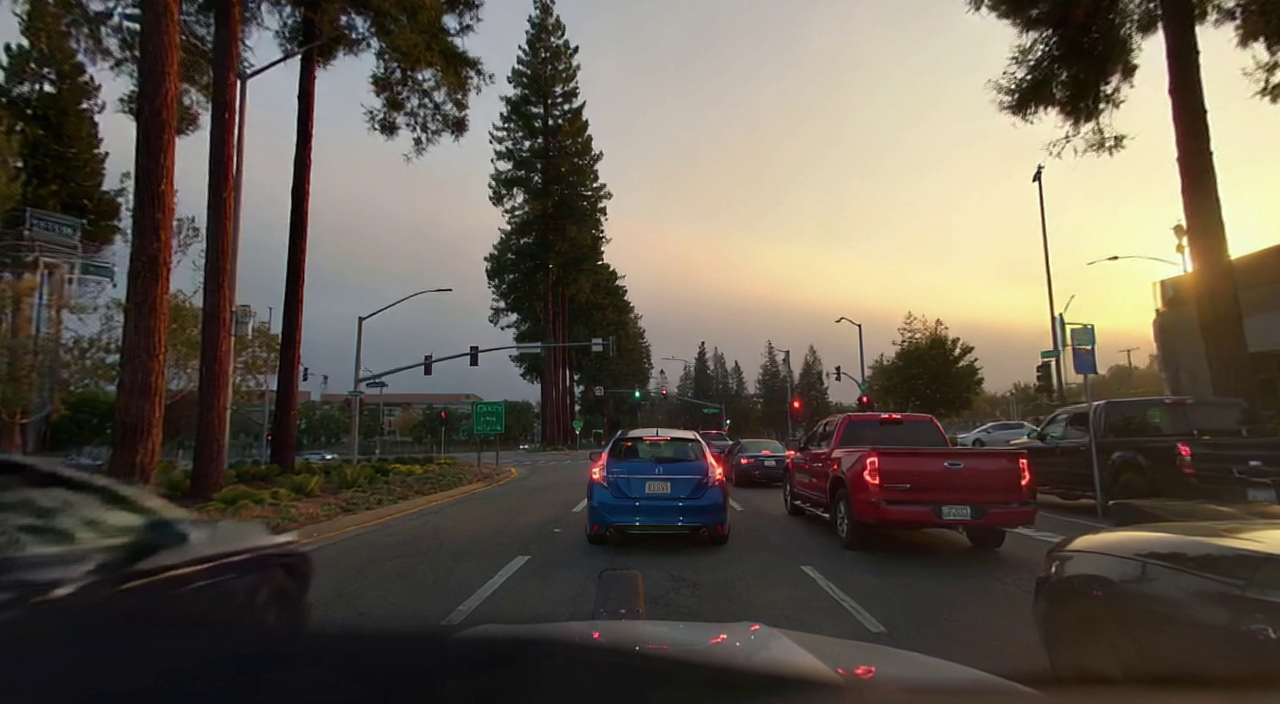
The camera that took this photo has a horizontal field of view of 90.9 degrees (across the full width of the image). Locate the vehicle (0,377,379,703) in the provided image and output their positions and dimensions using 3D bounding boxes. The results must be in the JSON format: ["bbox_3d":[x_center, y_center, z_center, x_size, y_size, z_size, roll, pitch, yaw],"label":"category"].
[{"bbox_3d":[-2.948,0.825,1.799,2.133,1.496,5.150,0,-8,1],"label":"vehicle"}]

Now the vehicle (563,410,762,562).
[{"bbox_3d":[0.253,1.769,8.978,2.168,1.641,4.039,0,-8,0],"label":"vehicle"}]

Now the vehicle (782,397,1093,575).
[{"bbox_3d":[3.393,1.629,8.376,2.099,1.725,4.290,0,-8,1],"label":"vehicle"}]
